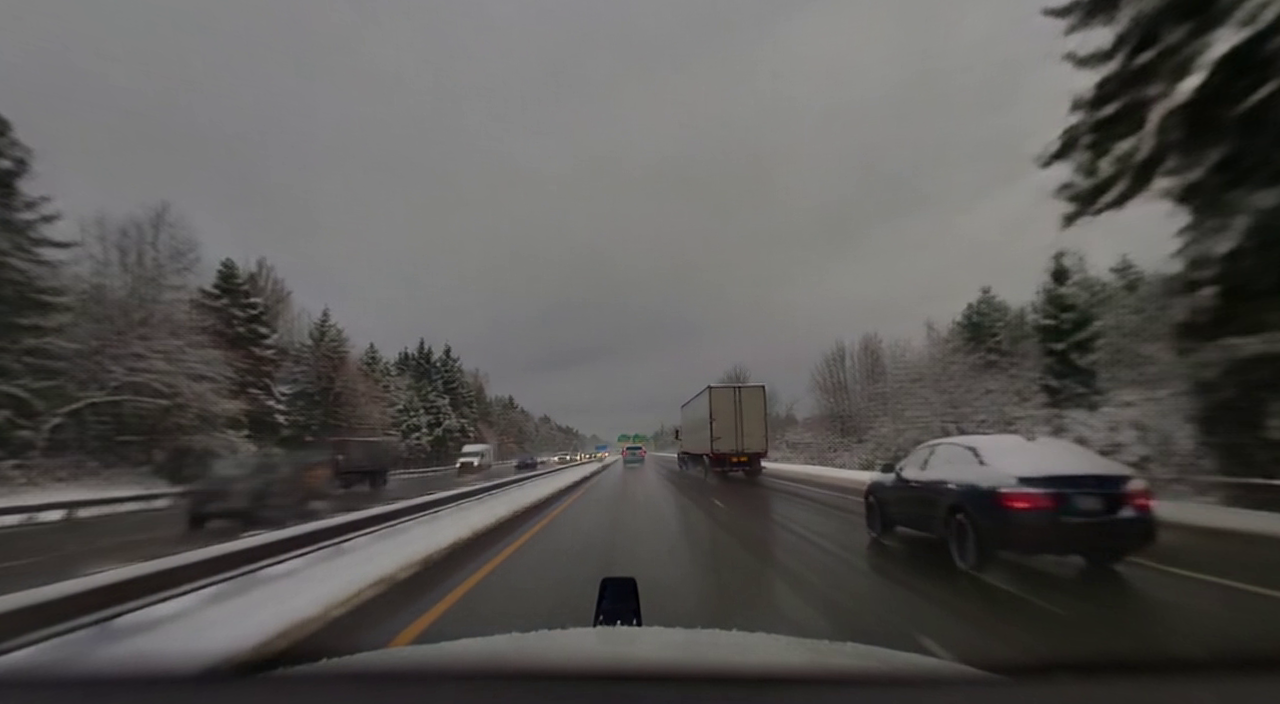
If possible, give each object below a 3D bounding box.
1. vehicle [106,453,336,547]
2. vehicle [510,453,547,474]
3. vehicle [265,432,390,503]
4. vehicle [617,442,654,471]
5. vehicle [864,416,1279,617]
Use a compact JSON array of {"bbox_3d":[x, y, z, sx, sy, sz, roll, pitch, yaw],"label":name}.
[{"bbox_3d":[-8.579,3.001,13.438,1.971,1.628,4.243,0,-9,0],"label":"vehicle"},{"bbox_3d":[-8.609,8.619,48.779,1.990,1.528,4.661,0,-9,0],"label":"vehicle"},{"bbox_3d":[-13.514,5.020,27.742,2.349,2.712,6.085,0,-9,0],"label":"vehicle"},{"bbox_3d":[-0.275,6.478,39.008,2.168,1.705,4.272,0,-9,0],"label":"vehicle"},{"bbox_3d":[4.300,1.582,6.956,1.997,1.504,4.236,0,-9,-1],"label":"vehicle"}]
